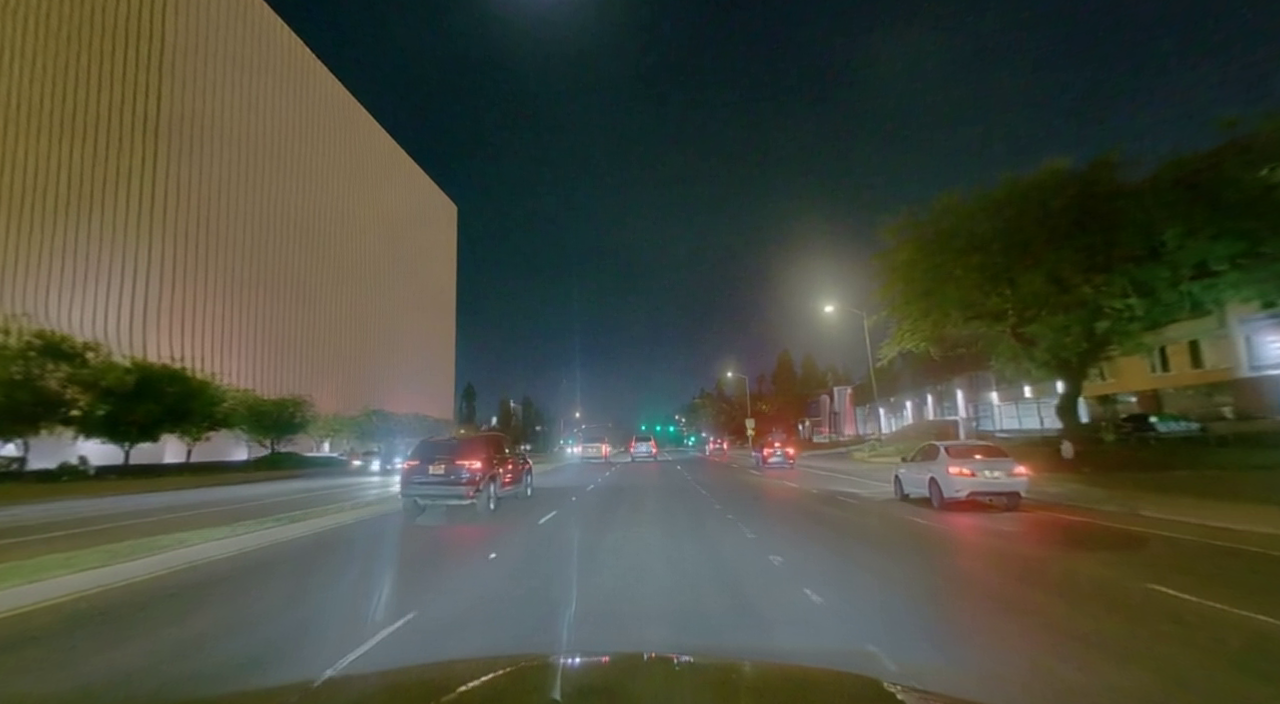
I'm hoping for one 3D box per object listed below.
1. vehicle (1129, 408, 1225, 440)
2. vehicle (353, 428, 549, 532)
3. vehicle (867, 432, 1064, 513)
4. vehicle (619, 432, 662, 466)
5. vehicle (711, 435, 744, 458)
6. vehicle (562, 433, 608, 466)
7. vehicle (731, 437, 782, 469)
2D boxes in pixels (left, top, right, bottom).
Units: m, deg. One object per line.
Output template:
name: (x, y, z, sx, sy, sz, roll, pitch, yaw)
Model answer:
vehicle: (26.352, 3.571, 30.894, 4.692, 1.475, 2.038, 5, -10, -31)
vehicle: (-3.068, 2.182, 11.421, 2.095, 1.486, 4.411, -1, -8, 1)
vehicle: (6.796, 2.535, 13.875, 1.865, 1.458, 4.605, 0, -8, 0)
vehicle: (0.044, 5.470, 35.792, 2.304, 1.795, 4.526, -1, -8, 1)
vehicle: (6.895, 7.474, 49.951, 1.982, 1.717, 4.250, 0, -8, 0)
vehicle: (-3.121, 5.637, 36.657, 2.117, 1.799, 4.442, -1, -8, 2)
vehicle: (5.687, 4.977, 31.176, 1.884, 1.458, 4.245, -1, -8, 3)
